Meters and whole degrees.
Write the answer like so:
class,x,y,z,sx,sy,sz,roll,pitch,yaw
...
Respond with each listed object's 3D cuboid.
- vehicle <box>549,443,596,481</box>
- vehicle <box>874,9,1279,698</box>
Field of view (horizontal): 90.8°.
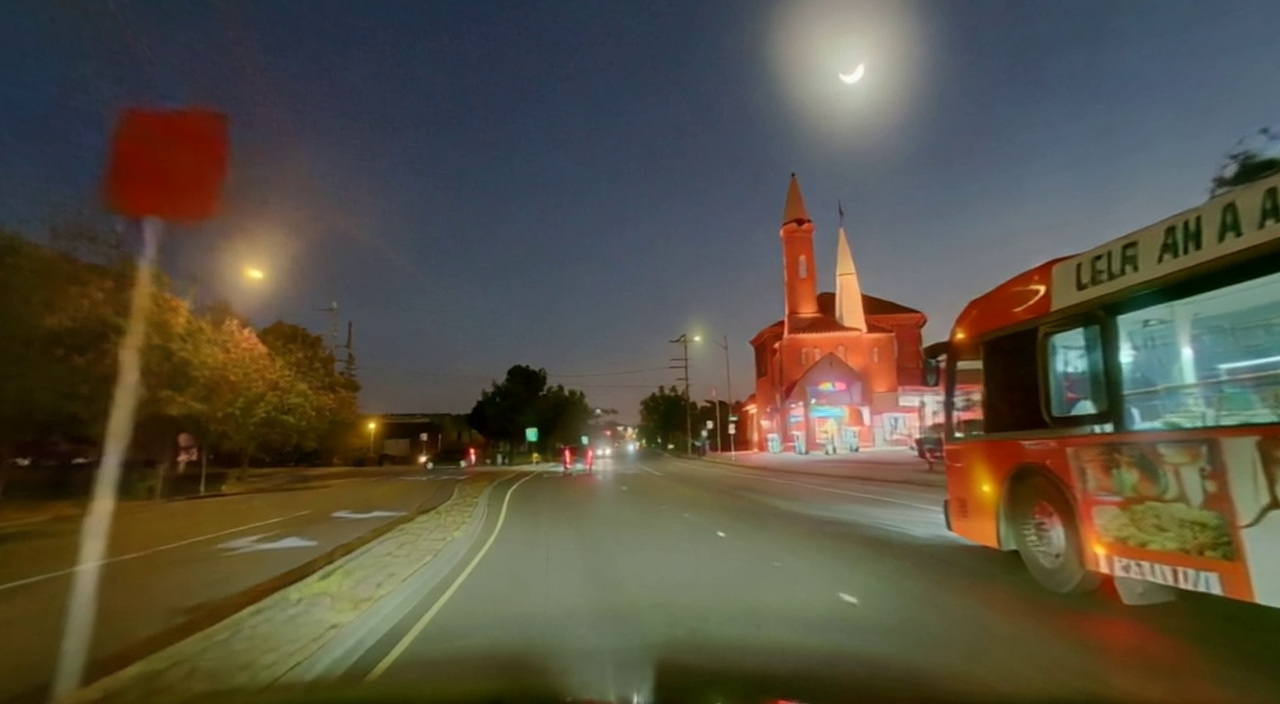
class,x,y,z,sx,sy,sz,roll,pitch,yaw
vehicle,-3.186,5.116,29.748,2.032,1.621,4.082,1,-9,-7
vehicle,4.712,-0.217,1.659,3.028,3.353,12.630,0,-9,-2
